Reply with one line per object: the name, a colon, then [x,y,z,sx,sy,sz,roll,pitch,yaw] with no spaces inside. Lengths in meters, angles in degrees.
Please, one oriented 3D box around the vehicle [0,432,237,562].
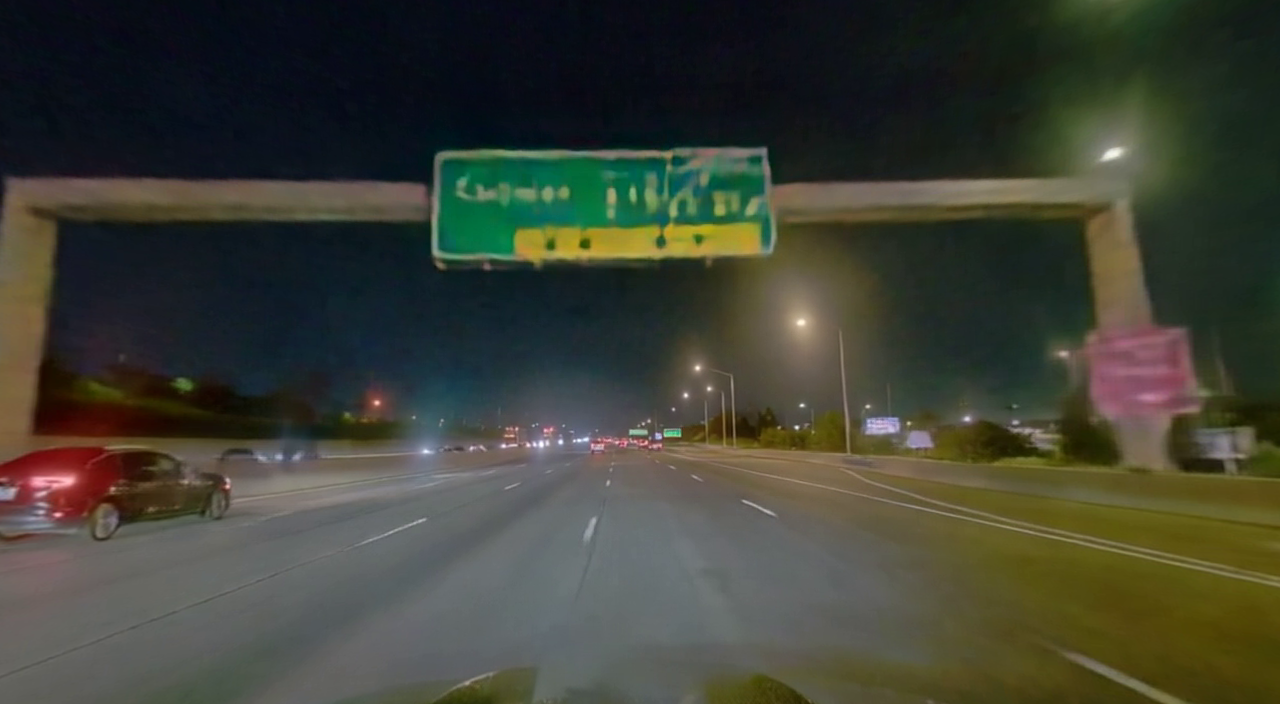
vehicle: [-8.580,2.025,9.553,2.060,1.507,4.494,0,-9,-1]
